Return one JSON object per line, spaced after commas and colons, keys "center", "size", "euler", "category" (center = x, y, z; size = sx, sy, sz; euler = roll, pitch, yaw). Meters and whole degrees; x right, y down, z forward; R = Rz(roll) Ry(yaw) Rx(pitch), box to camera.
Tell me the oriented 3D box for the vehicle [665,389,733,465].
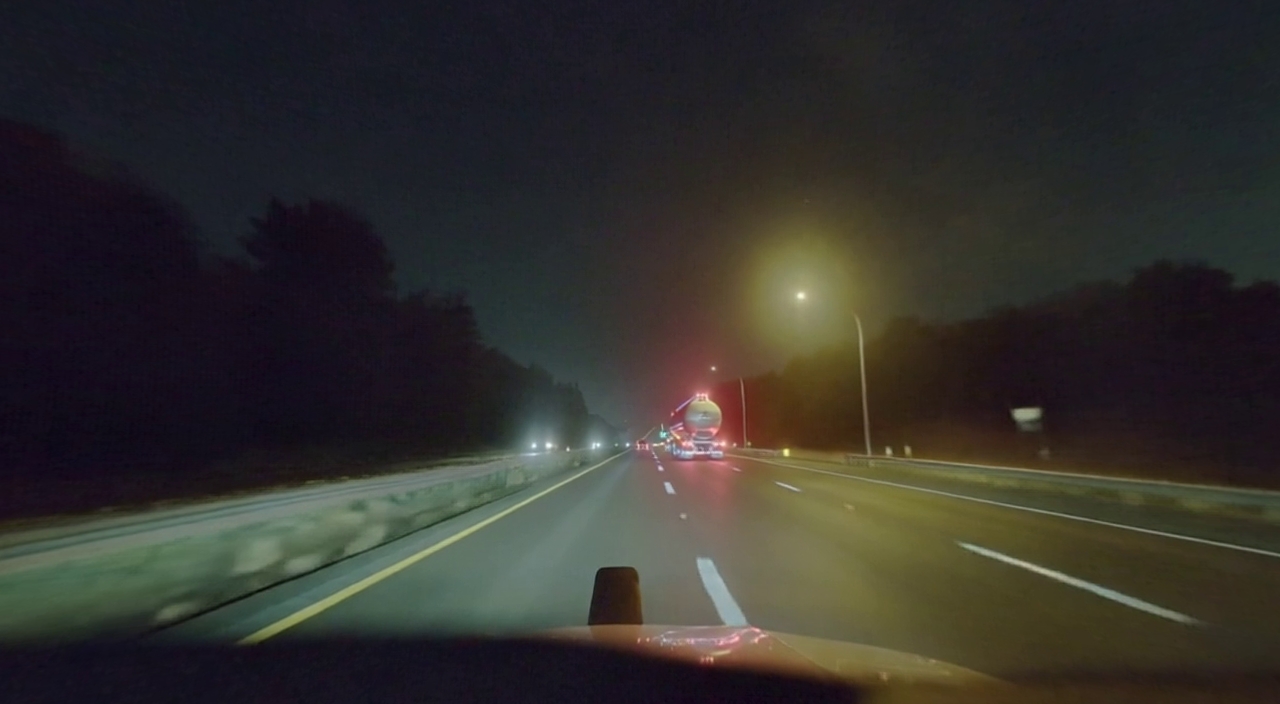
{"center": [3.153, 4.455, 36.805], "size": [2.946, 3.745, 11.516], "euler": [0, -8, 0], "category": "vehicle"}
